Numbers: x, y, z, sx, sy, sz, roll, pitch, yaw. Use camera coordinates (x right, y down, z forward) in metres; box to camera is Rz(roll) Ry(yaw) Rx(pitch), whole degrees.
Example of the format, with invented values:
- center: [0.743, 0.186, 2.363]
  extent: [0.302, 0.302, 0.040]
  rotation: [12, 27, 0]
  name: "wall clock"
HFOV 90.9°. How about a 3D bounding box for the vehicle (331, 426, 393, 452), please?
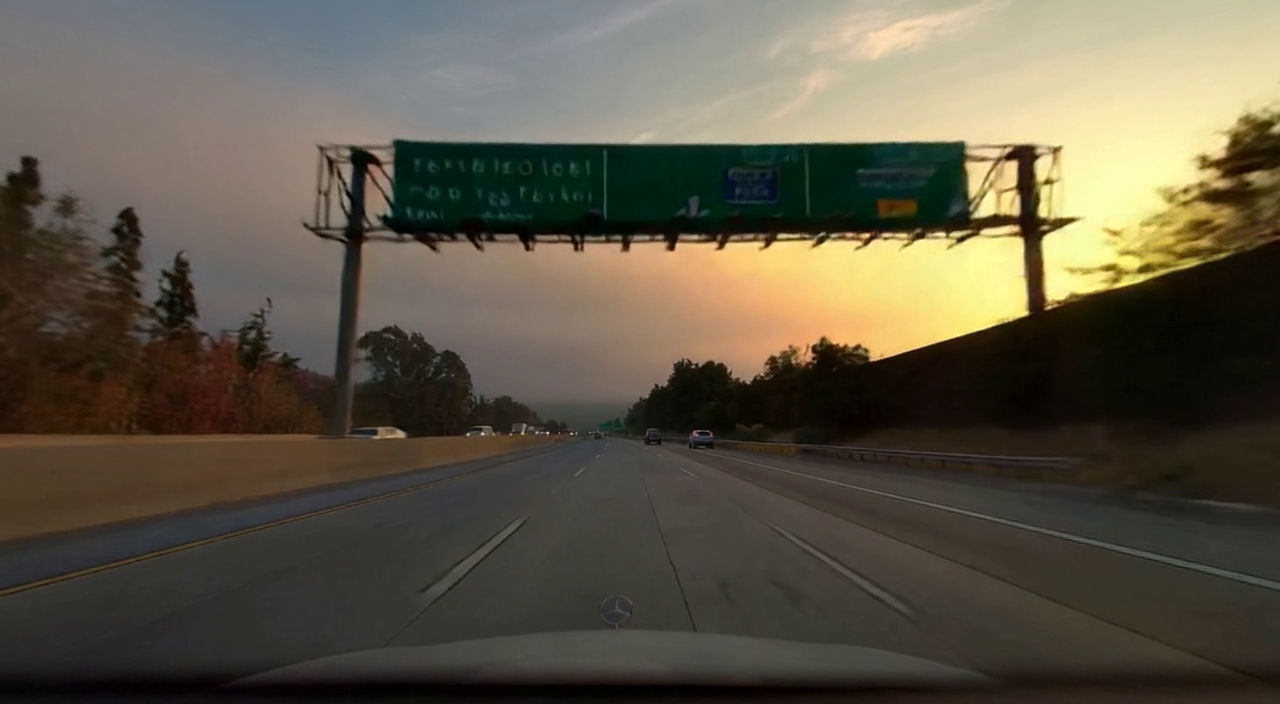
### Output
- center: [-16.734, 5.280, 38.180]
  extent: [1.925, 1.439, 4.123]
  rotation: [0, -8, -1]
  name: "vehicle"
